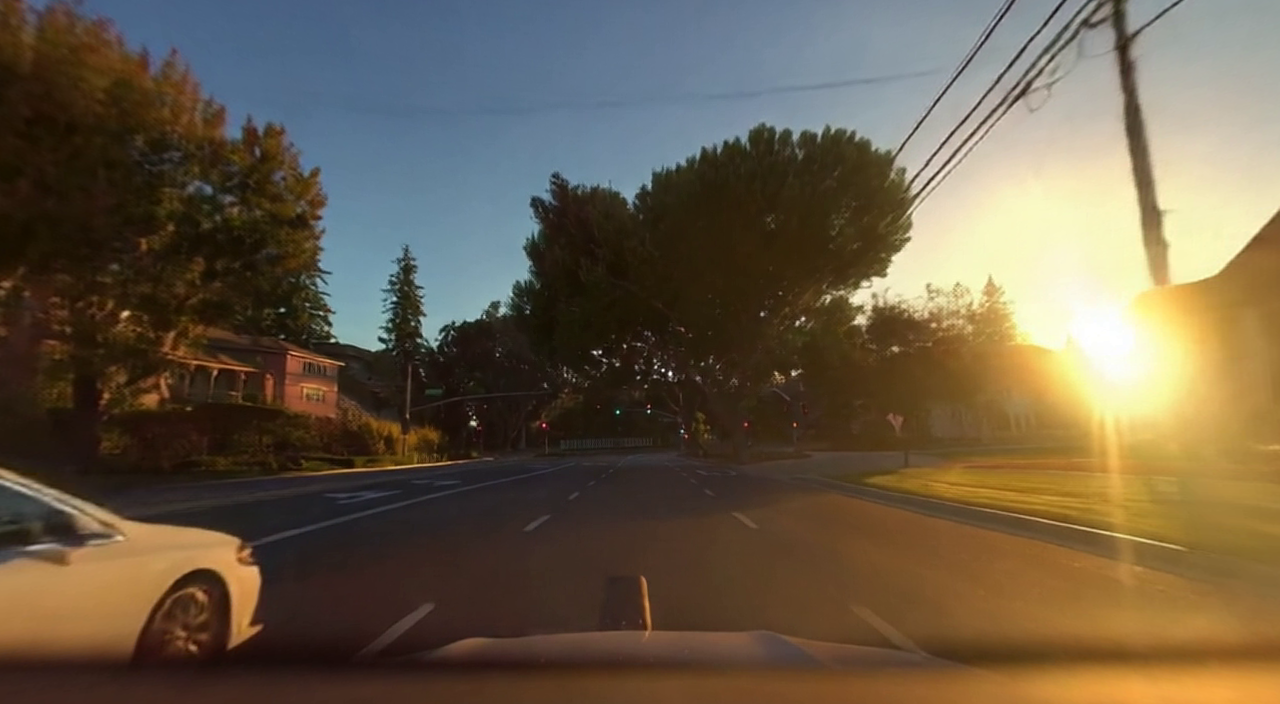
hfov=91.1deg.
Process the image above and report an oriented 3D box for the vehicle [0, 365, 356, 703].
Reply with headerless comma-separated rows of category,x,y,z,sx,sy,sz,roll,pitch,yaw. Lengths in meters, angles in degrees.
vehicle,-3.334,0.858,2.358,2.139,1.564,4.901,0,-8,1
